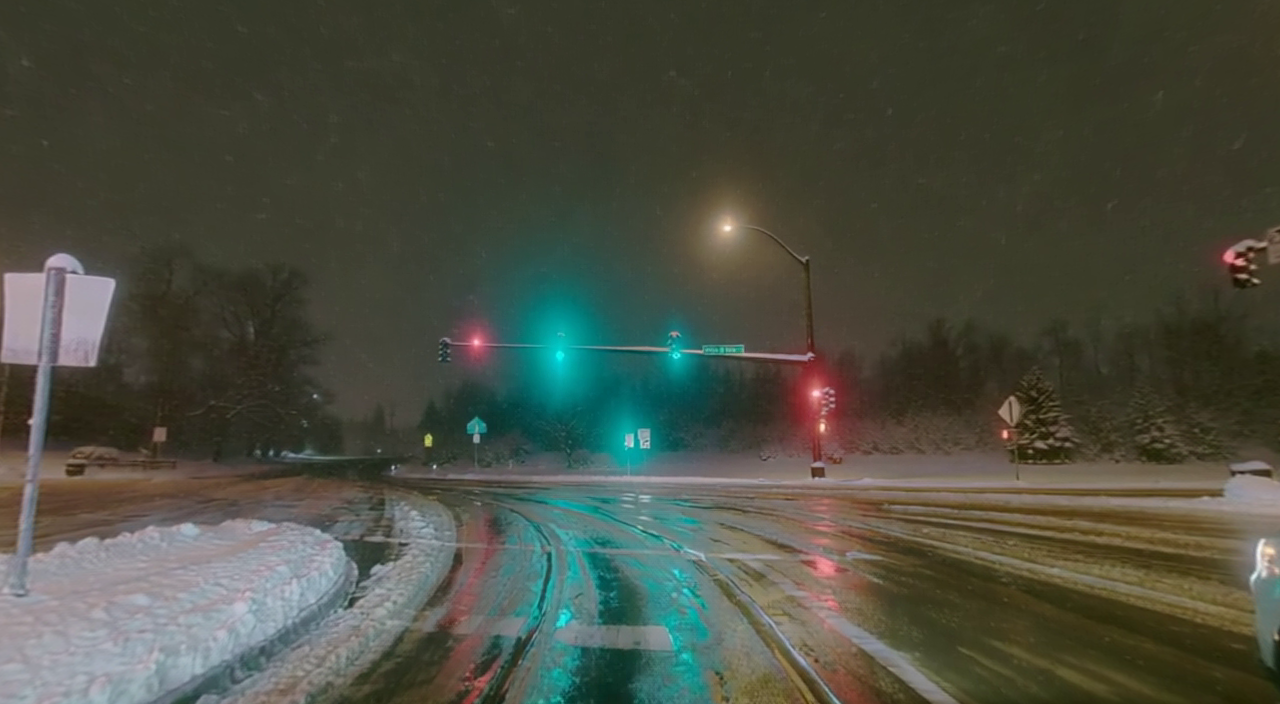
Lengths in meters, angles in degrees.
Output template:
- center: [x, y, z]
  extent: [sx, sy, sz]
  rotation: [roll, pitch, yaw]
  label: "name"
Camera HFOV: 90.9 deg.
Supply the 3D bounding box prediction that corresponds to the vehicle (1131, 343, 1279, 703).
- center: [3.058, 0.566, 0.541]
  extent: [1.938, 1.648, 4.211]
  rotation: [-1, -8, 2]
  label: "vehicle"
